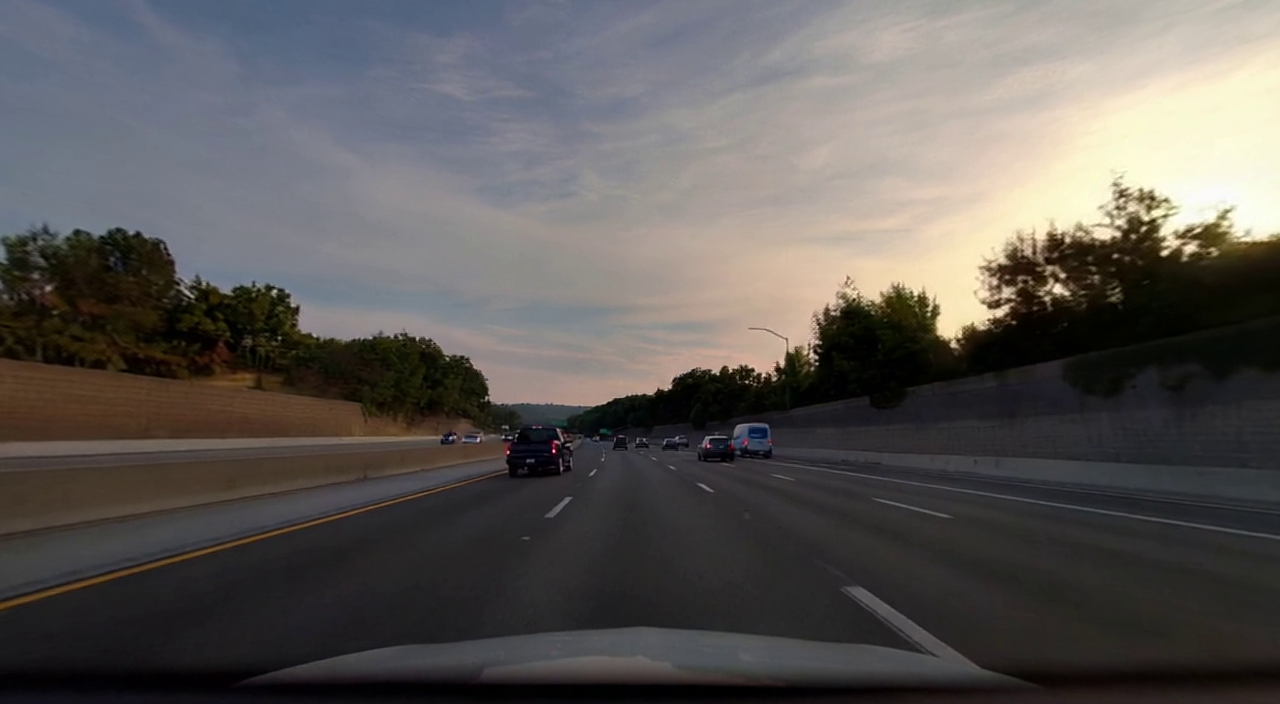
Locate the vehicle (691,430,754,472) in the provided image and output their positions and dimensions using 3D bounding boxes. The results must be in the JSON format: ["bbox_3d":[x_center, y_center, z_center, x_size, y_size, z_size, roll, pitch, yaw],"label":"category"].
[{"bbox_3d":[3.650,4.499,28.782,2.141,1.732,4.279,0,-8,-2],"label":"vehicle"}]

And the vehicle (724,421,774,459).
[{"bbox_3d":[8.490,6.979,49.907,2.274,2.802,6.802,0,-8,-4],"label":"vehicle"}]

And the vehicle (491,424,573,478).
[{"bbox_3d":[-4.123,3.924,25.283,2.331,1.884,5.787,0,-8,-1],"label":"vehicle"}]
